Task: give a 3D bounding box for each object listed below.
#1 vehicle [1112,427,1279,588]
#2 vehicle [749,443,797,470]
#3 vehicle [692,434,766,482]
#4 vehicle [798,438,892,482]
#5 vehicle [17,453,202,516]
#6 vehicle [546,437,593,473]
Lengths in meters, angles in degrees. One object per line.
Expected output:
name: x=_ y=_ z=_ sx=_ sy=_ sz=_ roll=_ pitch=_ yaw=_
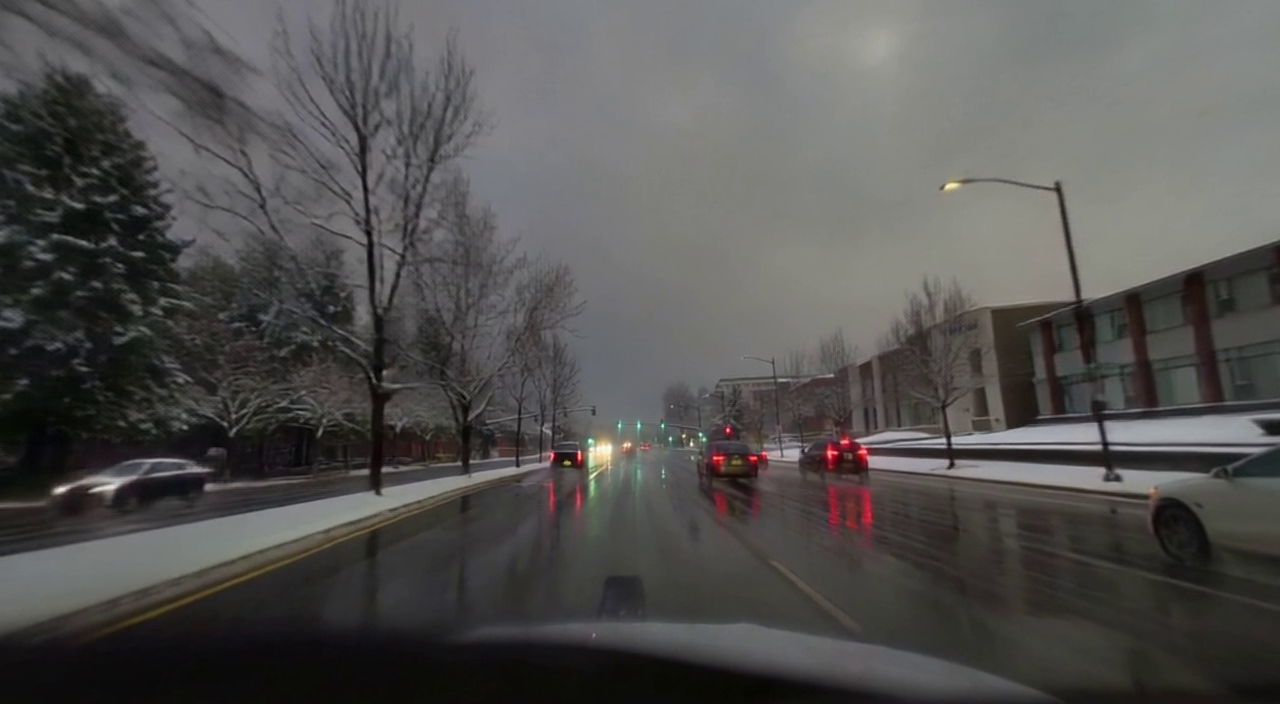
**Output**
vehicle: x=6.696 y=1.360 z=5.436 sx=1.830 sy=1.443 sz=4.351 roll=0 pitch=-8 yaw=-1
vehicle: x=7.808 y=6.137 z=37.437 sx=1.884 sy=1.478 sz=4.164 roll=0 pitch=-8 yaw=-1
vehicle: x=3.444 y=4.229 z=25.469 sx=2.152 sy=1.742 sz=4.704 roll=0 pitch=-8 yaw=-2
vehicle: x=7.653 y=4.071 z=24.101 sx=1.944 sy=1.503 sz=4.723 roll=0 pitch=-8 yaw=-1
vehicle: x=-16.581 y=4.114 z=20.157 sx=1.954 sy=1.699 sz=4.542 roll=0 pitch=-8 yaw=-1
vehicle: x=-3.742 y=5.554 z=34.143 sx=2.155 sy=1.797 sz=3.989 roll=0 pitch=-8 yaw=-1
